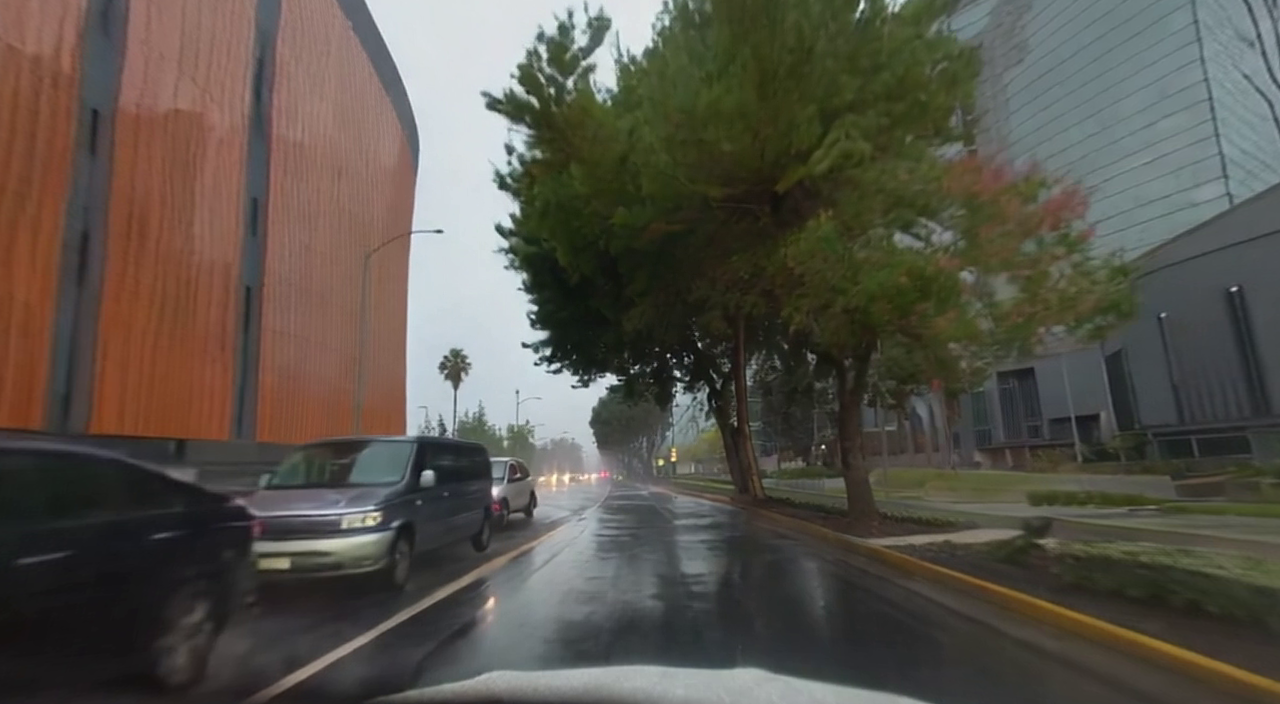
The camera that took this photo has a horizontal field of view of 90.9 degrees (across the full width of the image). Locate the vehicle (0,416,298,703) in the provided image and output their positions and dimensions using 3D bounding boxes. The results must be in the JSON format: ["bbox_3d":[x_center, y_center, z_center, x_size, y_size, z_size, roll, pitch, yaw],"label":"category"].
[{"bbox_3d":[-3.712,1.034,2.631,1.853,1.495,4.632,-2,-10,2],"label":"vehicle"}]

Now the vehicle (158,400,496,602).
[{"bbox_3d":[-3.744,1.952,8.930,2.148,2.024,4.884,0,-10,1],"label":"vehicle"}]

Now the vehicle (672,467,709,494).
[{"bbox_3d":[2.938,7.599,37.565,1.899,1.470,3.666,1,-10,0],"label":"vehicle"}]
